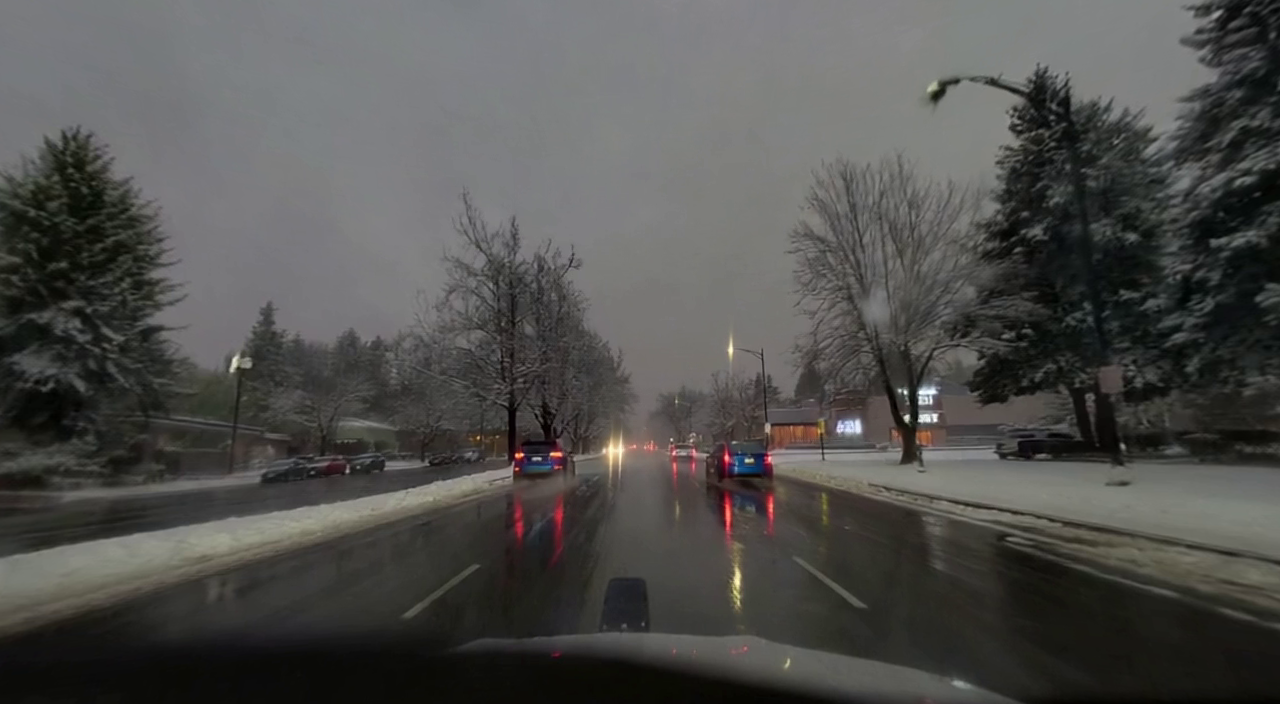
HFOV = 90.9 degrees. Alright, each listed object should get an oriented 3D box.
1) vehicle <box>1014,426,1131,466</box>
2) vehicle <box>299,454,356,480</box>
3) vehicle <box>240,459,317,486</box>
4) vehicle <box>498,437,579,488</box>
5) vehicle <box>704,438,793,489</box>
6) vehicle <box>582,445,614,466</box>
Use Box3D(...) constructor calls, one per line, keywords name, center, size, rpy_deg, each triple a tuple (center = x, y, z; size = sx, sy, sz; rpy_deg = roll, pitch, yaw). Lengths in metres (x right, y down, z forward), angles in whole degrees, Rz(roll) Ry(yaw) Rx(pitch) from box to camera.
Box3D(name="vehicle", center=(28.547, 6.172, 41.664), size=(6.334, 2.182, 2.351), rpy_deg=(-2, -8, -11))
Box3D(name="vehicle", center=(-22.550, 8.306, 45.667), size=(1.853, 1.693, 4.233), rpy_deg=(0, -8, 1))
Box3D(name="vehicle", center=(-22.460, 7.461, 39.395), size=(2.059, 1.463, 4.780), rpy_deg=(0, -8, -2))
Box3D(name="vehicle", center=(-3.471, 3.876, 22.404), size=(2.113, 1.626, 4.129), rpy_deg=(0, -8, 1))
Box3D(name="vehicle", center=(3.397, 3.592, 20.626), size=(2.083, 1.474, 4.360), rpy_deg=(0, -8, -1))
Box3D(name="vehicle", center=(-3.085, 7.717, 47.069), size=(2.060, 1.459, 4.311), rpy_deg=(0, -8, 0))
